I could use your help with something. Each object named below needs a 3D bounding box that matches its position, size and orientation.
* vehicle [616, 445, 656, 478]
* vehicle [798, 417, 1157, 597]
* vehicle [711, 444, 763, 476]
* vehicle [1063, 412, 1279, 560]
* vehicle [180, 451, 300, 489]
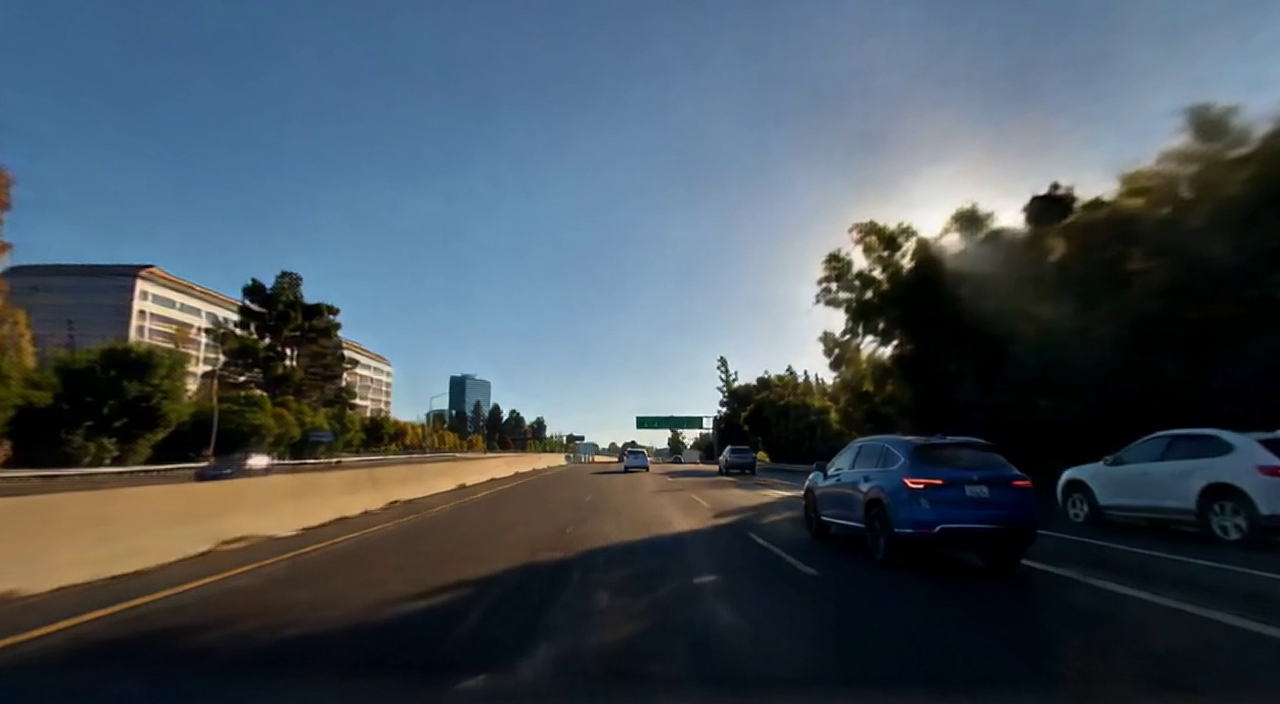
[{"bbox_3d":[-0.322,6.302,36.785,2.181,1.768,4.383,0,-8,-2],"label":"vehicle"},{"bbox_3d":[3.722,1.765,8.136,2.097,1.659,4.320,0,-8,-2],"label":"vehicle"},{"bbox_3d":[7.217,8.126,47.785,2.526,2.230,6.190,0,-8,-3],"label":"vehicle"},{"bbox_3d":[8.843,1.846,9.075,1.967,1.816,4.775,0,-8,-3],"label":"vehicle"},{"bbox_3d":[-17.061,5.035,27.324,2.137,1.454,4.701,0,-8,0],"label":"vehicle"}]
